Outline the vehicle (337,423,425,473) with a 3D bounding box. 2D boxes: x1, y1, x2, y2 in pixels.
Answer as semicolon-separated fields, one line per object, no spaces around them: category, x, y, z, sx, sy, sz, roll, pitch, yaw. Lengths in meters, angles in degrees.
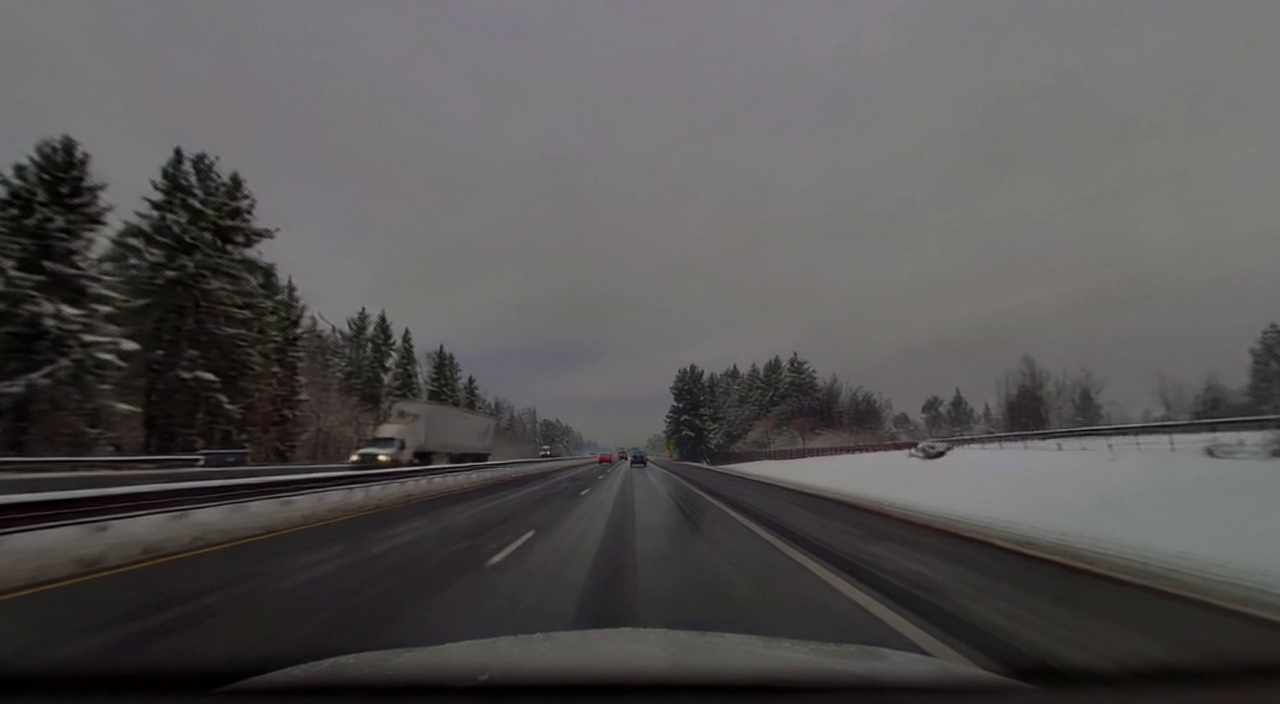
vehicle;-12.313;4.656;30.440;2.060;2.195;5.129;0;-9;0
